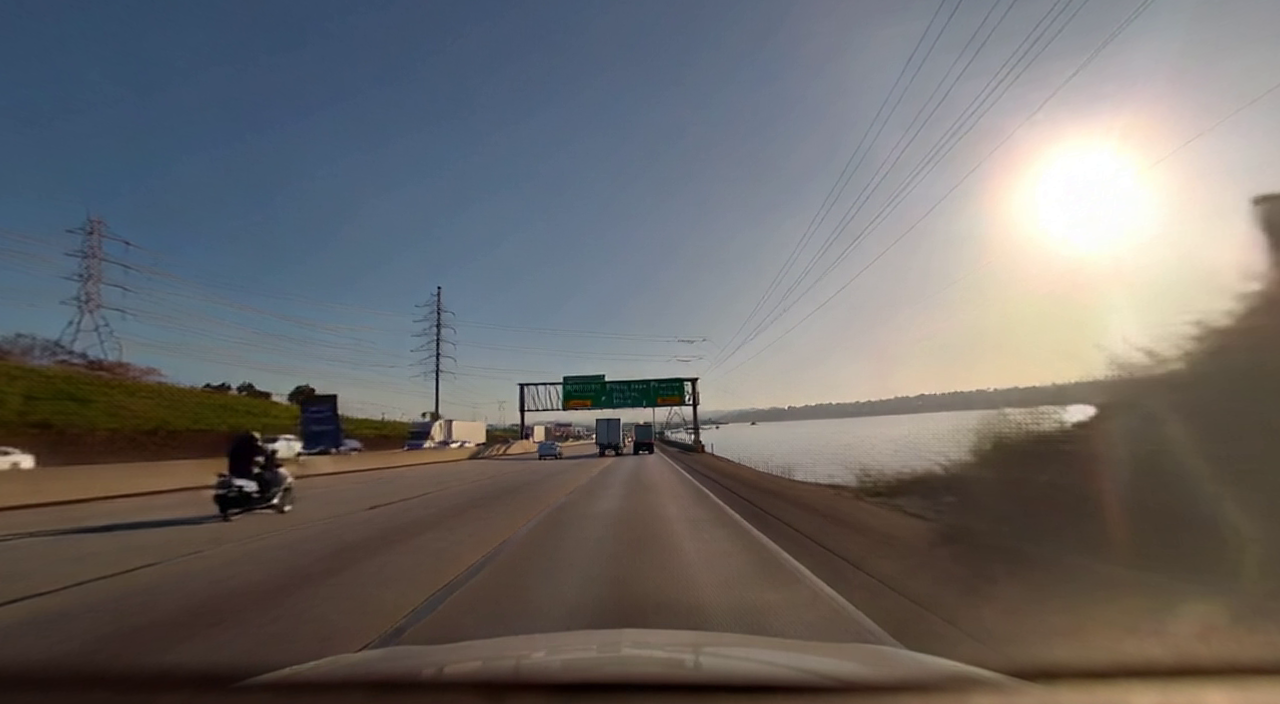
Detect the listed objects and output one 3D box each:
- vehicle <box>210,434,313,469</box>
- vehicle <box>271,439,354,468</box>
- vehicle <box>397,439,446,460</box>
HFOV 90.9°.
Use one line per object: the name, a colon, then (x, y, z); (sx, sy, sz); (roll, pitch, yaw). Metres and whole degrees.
vehicle: (-21.138, 5.585, 35.612); (2.165, 1.796, 5.831); (0, -8, 1)
vehicle: (-17.412, 5.413, 33.800); (2.060, 1.463, 4.385); (0, -8, 1)
vehicle: (-16.886, 7.542, 49.041); (2.008, 1.534, 4.910); (0, -8, 1)
